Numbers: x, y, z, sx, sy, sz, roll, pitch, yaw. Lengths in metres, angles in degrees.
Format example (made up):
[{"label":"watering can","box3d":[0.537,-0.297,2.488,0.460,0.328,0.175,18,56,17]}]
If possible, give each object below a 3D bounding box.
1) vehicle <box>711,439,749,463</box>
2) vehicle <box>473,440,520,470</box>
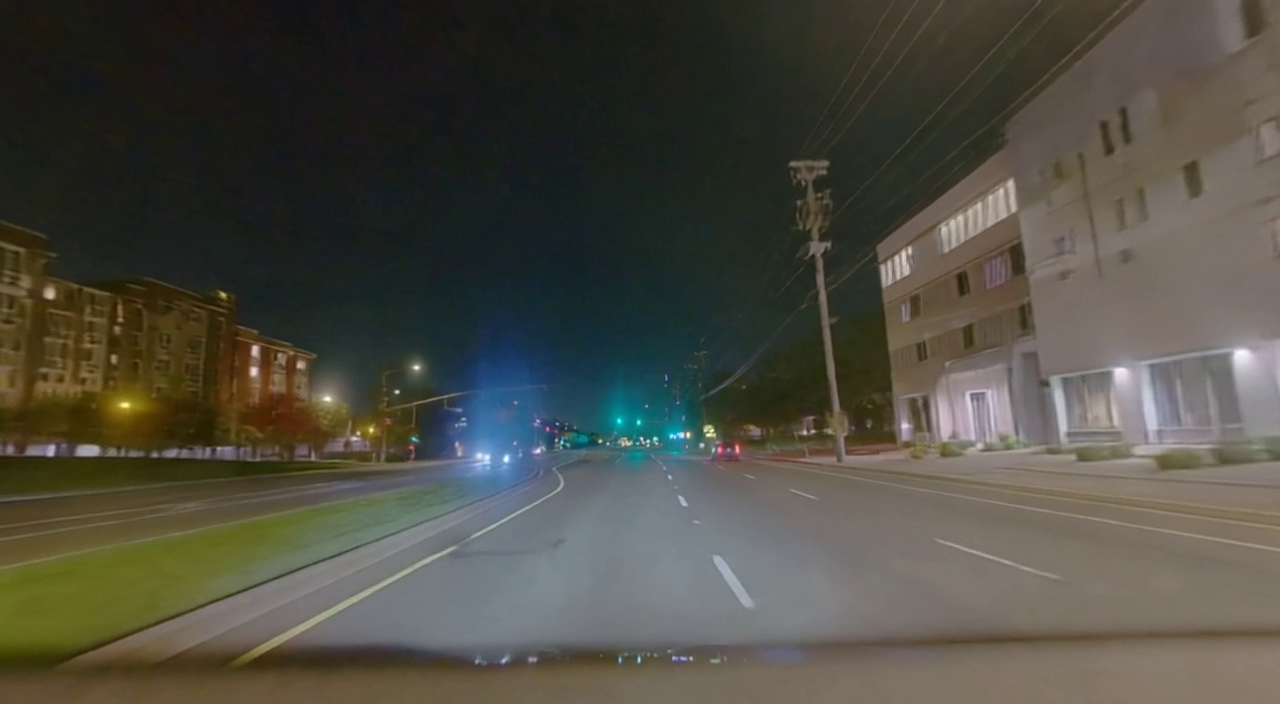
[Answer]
[{"label":"vehicle","box3d":[5.810,6.426,41.071,1.908,1.476,3.880,0,-8,0]},{"label":"vehicle","box3d":[-9.575,6.912,42.471,2.041,1.829,4.797,0,-8,0]}]
